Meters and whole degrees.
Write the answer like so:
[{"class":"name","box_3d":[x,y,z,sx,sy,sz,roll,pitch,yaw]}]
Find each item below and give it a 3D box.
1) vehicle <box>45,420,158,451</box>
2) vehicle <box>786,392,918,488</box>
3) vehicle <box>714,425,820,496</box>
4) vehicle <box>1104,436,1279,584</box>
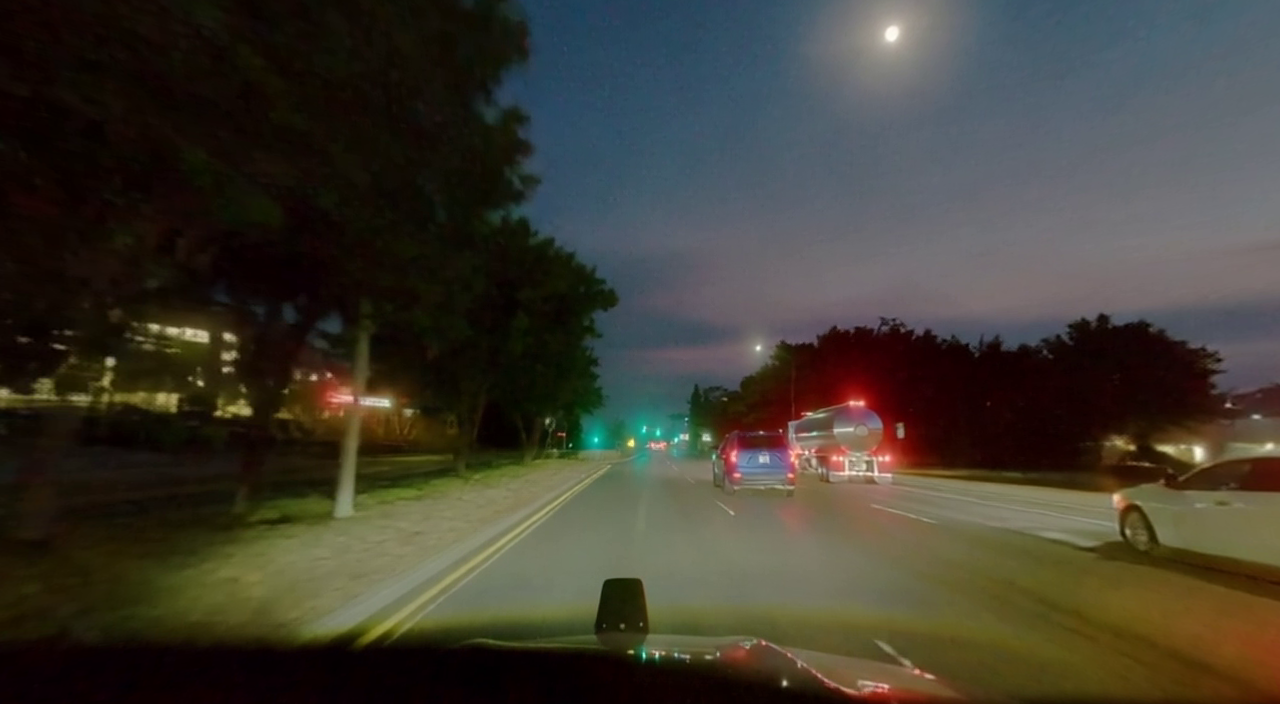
[{"class":"vehicle","box_3d":[-28.585,4.438,33.535,4.334,1.511,1.888,0,-8,3]},{"class":"vehicle","box_3d":[7.856,3.419,24.429,2.849,3.207,6.275,0,-8,0]},{"class":"vehicle","box_3d":[3.389,3.007,17.822,2.045,1.729,4.532,0,-8,0]},{"class":"vehicle","box_3d":[7.448,1.625,6.562,1.966,1.476,4.270,0,-8,0]}]
